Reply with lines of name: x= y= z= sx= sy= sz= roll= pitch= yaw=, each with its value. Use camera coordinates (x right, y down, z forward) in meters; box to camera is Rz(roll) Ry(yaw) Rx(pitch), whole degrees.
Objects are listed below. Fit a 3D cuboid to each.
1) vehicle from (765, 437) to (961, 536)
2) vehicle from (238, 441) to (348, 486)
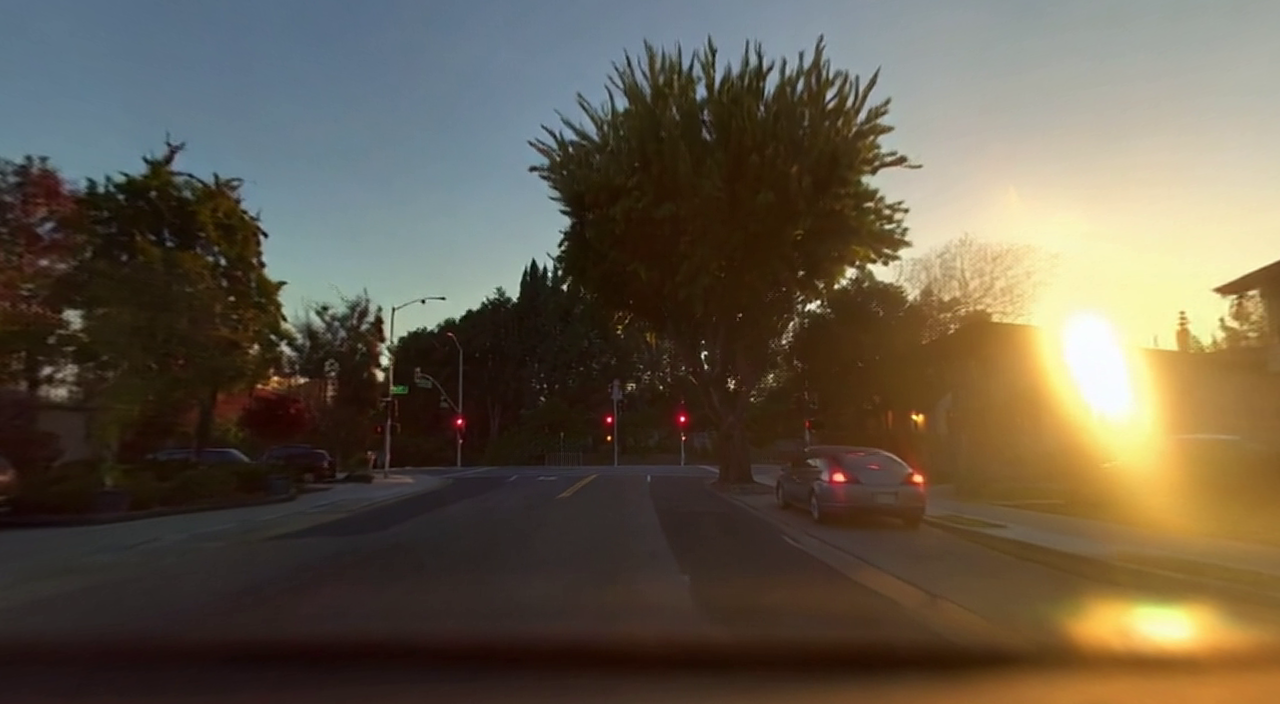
vehicle: x=3.852 y=2.397 z=12.016 sx=2.065 sy=1.478 sz=4.828 roll=0 pitch=-9 yaw=1
vehicle: x=-13.743 y=4.415 z=25.393 sx=2.003 sy=1.637 sz=4.297 roll=0 pitch=-9 yaw=-1
